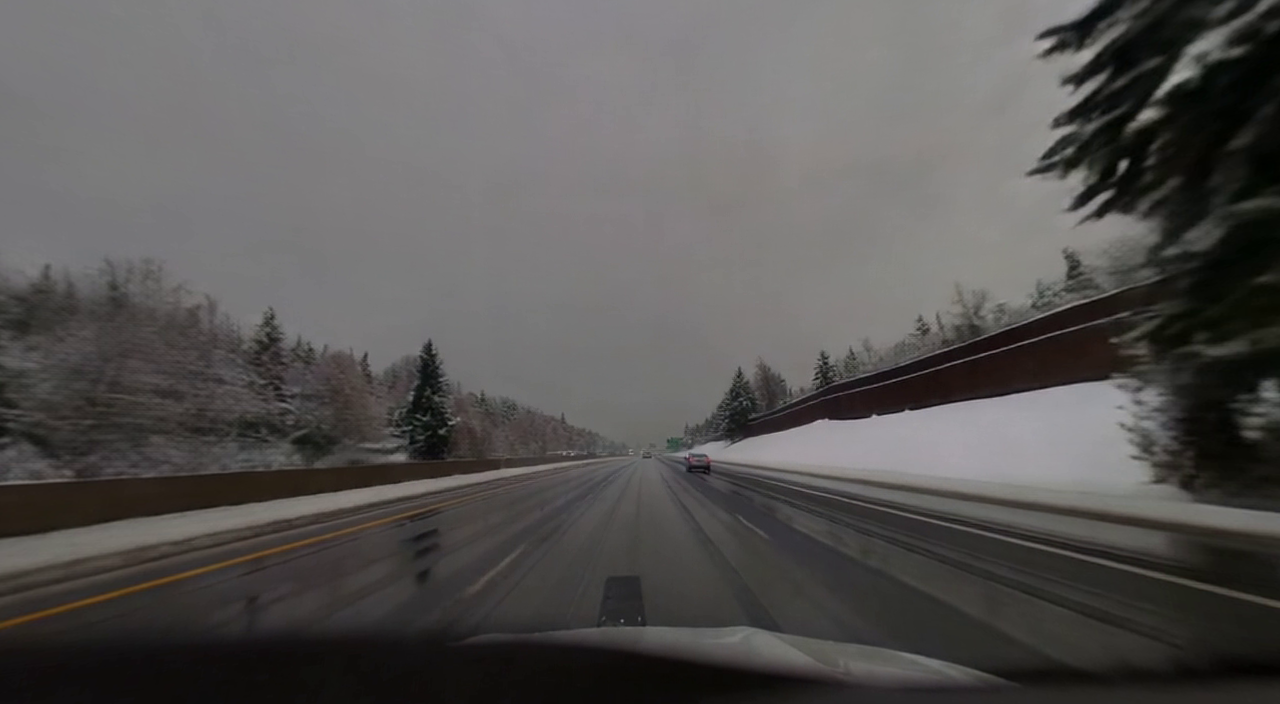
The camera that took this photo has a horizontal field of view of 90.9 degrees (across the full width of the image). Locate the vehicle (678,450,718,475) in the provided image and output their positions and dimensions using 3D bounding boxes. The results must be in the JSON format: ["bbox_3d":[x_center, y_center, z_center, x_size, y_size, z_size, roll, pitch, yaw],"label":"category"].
[{"bbox_3d":[3.429,6.663,38.126,2.065,1.400,4.028,0,-9,0],"label":"vehicle"}]

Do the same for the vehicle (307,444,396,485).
[{"bbox_3d":[-13.901,5.443,30.717,1.971,1.813,4.743,0,-9,1],"label":"vehicle"}]
